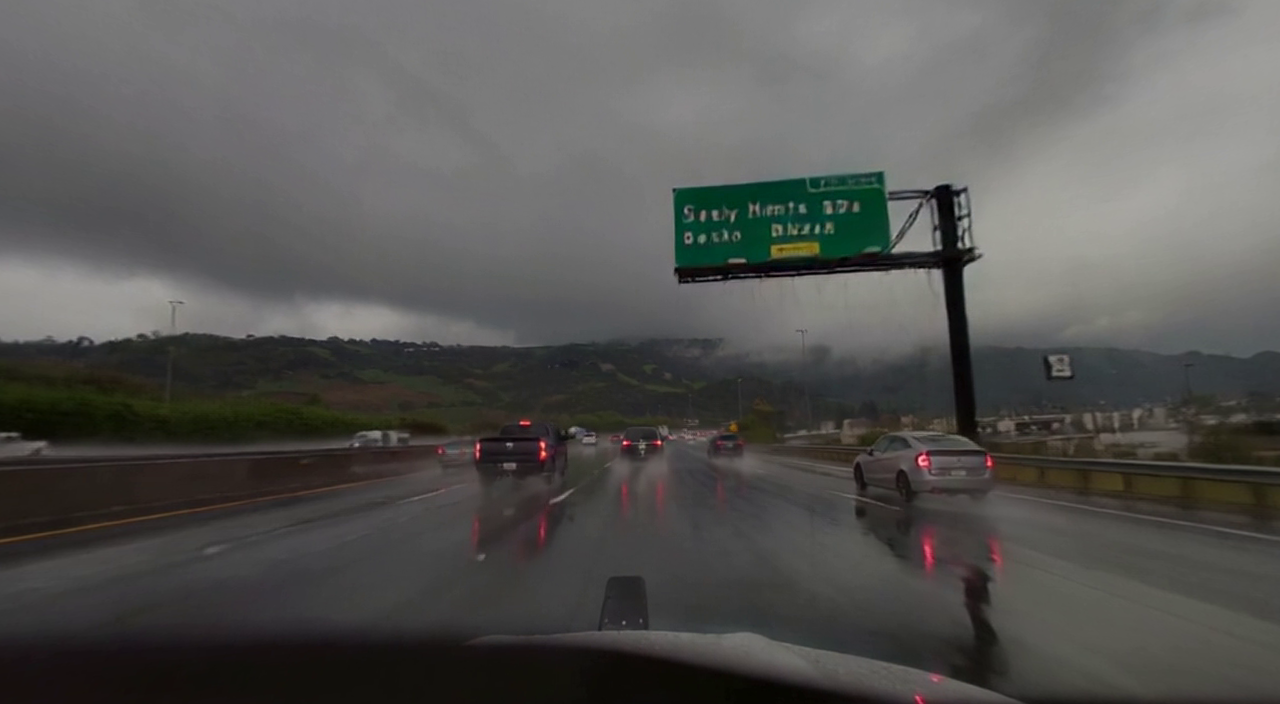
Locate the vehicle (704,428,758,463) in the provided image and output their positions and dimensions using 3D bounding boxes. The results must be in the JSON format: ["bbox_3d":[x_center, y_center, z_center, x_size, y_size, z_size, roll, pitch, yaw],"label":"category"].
[{"bbox_3d":[4.906,5.120,34.629,2.067,1.775,4.372,0,-8,-3],"label":"vehicle"}]

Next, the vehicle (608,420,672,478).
[{"bbox_3d":[0.031,3.384,22.092,2.052,1.808,3.898,0,-8,1],"label":"vehicle"}]

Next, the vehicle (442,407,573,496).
[{"bbox_3d":[-3.328,2.693,17.287,2.316,1.999,5.765,0,-8,0],"label":"vehicle"}]

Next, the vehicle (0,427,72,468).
[{"bbox_3d":[-35.268,5.340,35.326,2.281,2.161,4.835,0,-8,1],"label":"vehicle"}]

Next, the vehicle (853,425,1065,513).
[{"bbox_3d":[6.110,2.286,12.830,1.998,1.456,4.338,0,-8,-1],"label":"vehicle"}]
